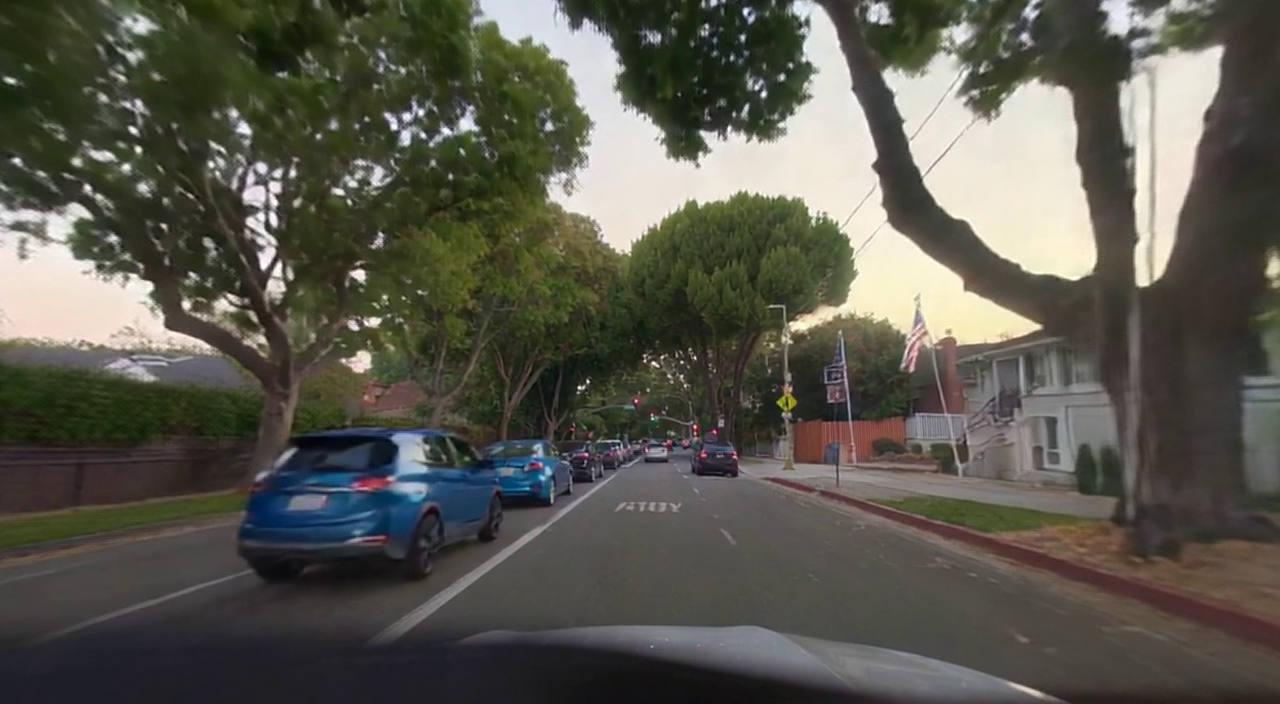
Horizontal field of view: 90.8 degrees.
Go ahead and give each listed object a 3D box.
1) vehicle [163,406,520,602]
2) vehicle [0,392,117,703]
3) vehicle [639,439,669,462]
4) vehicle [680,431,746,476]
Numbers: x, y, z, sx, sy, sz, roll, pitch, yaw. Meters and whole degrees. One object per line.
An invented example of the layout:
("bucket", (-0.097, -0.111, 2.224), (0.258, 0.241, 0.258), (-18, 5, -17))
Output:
("vehicle", (-2.971, 1.621, 7.661), (1.971, 1.639, 4.487), (-1, -8, 3))
("vehicle", (-2.801, 0.621, 0.159), (1.807, 1.475, 3.952), (-1, -8, 3))
("vehicle", (0.964, 6.620, 42.415), (1.927, 1.453, 3.848), (0, -8, 2))
("vehicle", (2.954, 4.248, 26.591), (2.258, 1.682, 4.635), (0, -8, 0))
